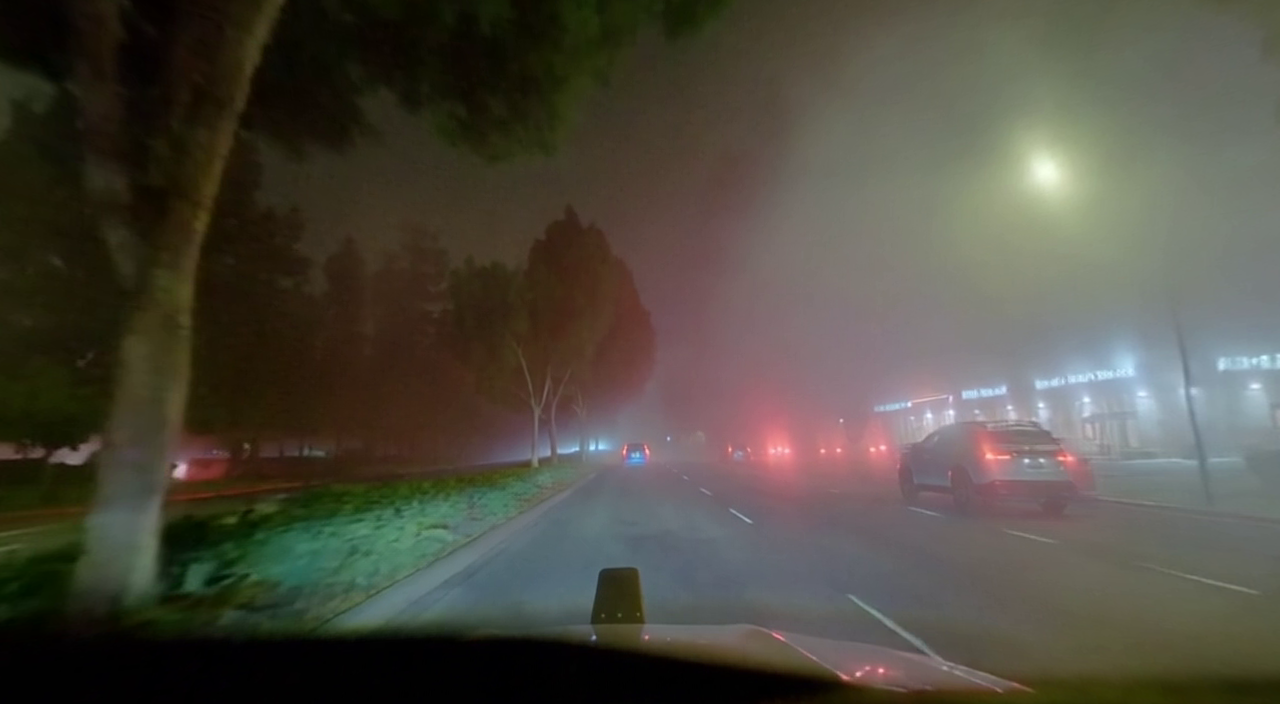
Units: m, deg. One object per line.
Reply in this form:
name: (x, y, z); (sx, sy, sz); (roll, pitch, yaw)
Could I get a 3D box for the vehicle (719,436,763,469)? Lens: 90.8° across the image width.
vehicle: (6.030, 6.089, 38.389); (1.955, 1.845, 4.538); (0, -8, 1)

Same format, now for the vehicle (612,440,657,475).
vehicle: (-0.270, 5.061, 30.507); (2.037, 1.568, 3.693); (0, -8, 0)

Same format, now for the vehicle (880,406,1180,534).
vehicle: (7.037, 2.220, 12.527); (2.240, 1.923, 5.678); (0, -8, -1)
